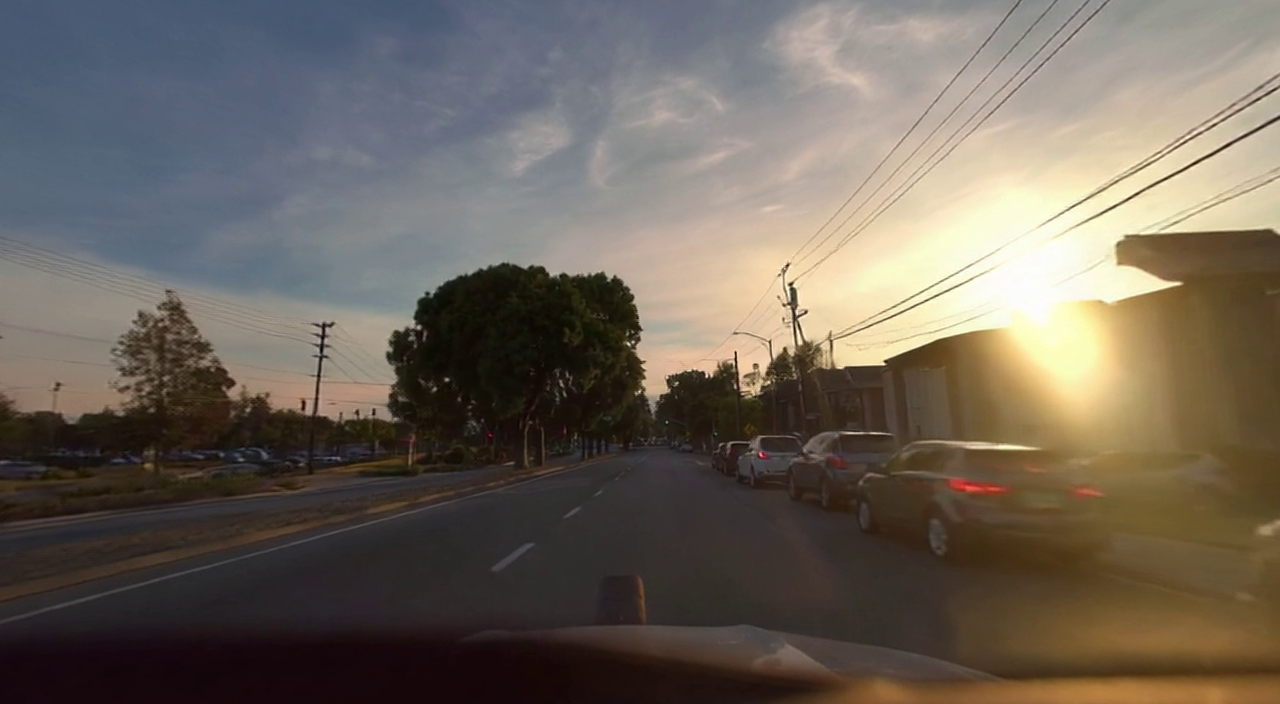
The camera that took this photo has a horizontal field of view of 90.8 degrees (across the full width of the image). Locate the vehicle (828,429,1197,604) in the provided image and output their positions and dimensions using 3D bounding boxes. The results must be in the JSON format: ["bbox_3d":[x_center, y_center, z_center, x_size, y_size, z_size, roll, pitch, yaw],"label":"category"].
[{"bbox_3d":[4.008,1.806,8.065,1.925,1.505,4.895,0,-8,3],"label":"vehicle"}]

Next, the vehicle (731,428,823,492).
[{"bbox_3d":[4.566,3.687,21.915,2.056,1.941,4.955,0,-8,0],"label":"vehicle"}]
